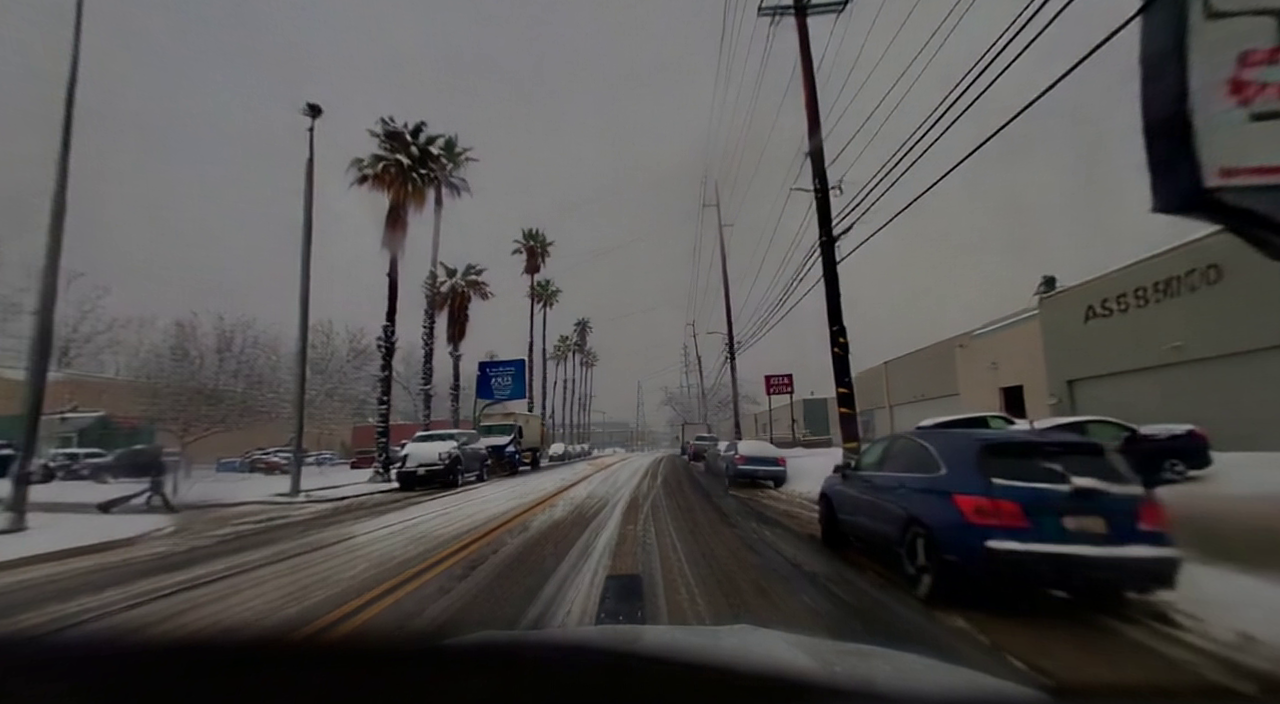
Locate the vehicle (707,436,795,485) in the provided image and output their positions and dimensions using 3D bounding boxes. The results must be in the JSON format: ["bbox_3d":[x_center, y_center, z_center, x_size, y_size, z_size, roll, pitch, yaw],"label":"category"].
[{"bbox_3d":[3.729,3.748,22.199,2.246,1.533,4.971,0,-8,1],"label":"vehicle"}]

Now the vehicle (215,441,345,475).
[{"bbox_3d":[-16.919,4.985,29.839,4.890,1.483,2.055,0,-8,2],"label":"vehicle"}]

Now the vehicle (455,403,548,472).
[{"bbox_3d":[-7.421,4.788,35.246,2.941,3.418,7.738,-1,-8,4],"label":"vehicle"}]

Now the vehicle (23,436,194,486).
[{"bbox_3d":[-20.739,4.248,25.104,2.152,1.746,5.461,0,-8,-2],"label":"vehicle"}]

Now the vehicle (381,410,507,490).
[{"bbox_3d":[-7.897,4.057,26.535,2.845,2.738,7.208,-3,-8,1],"label":"vehicle"}]

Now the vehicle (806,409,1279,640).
[{"bbox_3d":[3.517,1.548,6.823,2.111,1.611,4.576,0,-8,-1],"label":"vehicle"}]
